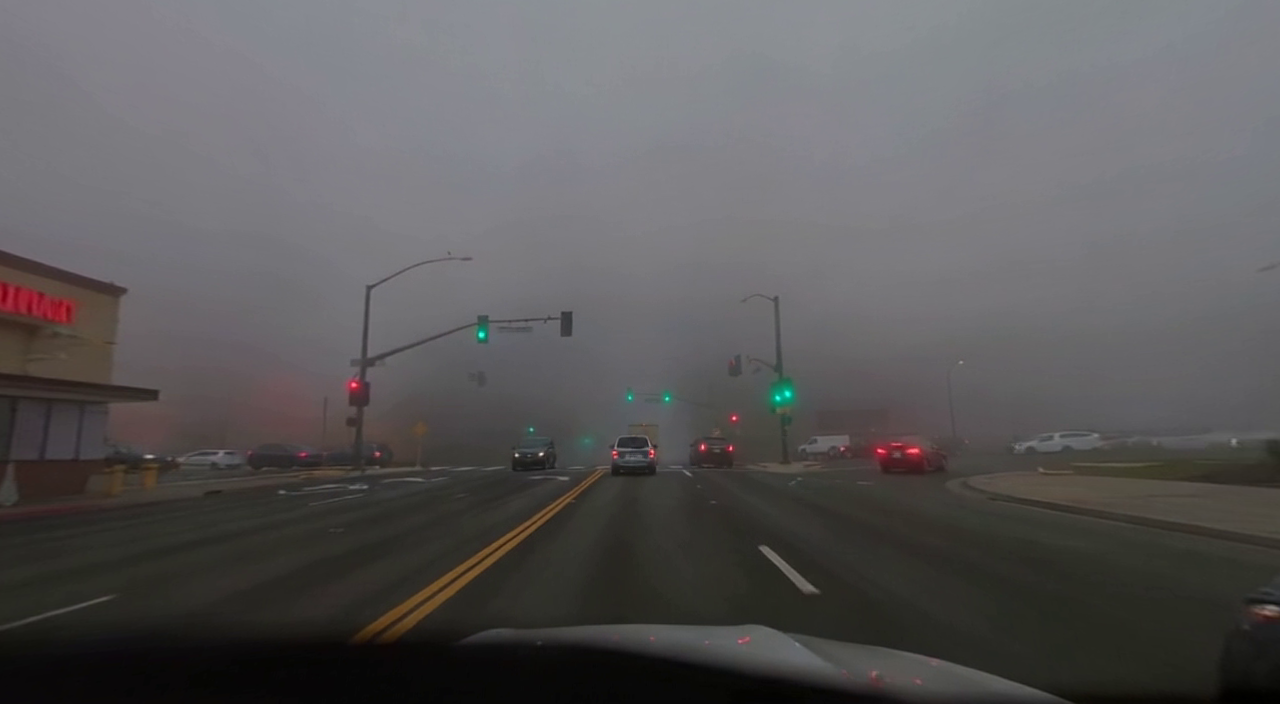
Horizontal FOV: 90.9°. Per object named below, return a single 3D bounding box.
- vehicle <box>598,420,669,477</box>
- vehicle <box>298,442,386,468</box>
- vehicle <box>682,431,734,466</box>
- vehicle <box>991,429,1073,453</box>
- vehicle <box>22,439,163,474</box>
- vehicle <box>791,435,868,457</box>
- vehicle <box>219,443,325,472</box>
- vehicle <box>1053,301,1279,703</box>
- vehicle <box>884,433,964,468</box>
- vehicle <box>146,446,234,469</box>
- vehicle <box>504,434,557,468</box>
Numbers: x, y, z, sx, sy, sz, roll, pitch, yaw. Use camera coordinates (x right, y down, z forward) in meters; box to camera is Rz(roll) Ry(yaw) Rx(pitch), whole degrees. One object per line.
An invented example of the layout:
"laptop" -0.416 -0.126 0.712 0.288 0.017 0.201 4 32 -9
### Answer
"vehicle" -0.247 3.982 26.127 2.638 2.065 5.313 0 -8 0
"vehicle" -18.762 6.500 39.792 4.561 1.531 1.990 0 -8 1
"vehicle" 3.640 5.294 34.591 2.276 1.787 4.630 0 -8 -1
"vehicle" 29.814 6.776 48.010 4.750 1.710 2.137 0 -8 -1
"vehicle" -31.567 6.026 36.475 5.964 1.893 2.363 0 -8 1
"vehicle" 14.265 7.115 47.678 5.218 1.558 1.963 0 -9 -1
"vehicle" -21.098 6.046 36.285 4.839 1.604 2.058 -1 -8 3
"vehicle" 3.383 0.525 0.764 2.335 1.812 5.041 0 -8 0
"vehicle" 12.778 4.397 28.204 2.002 1.427 4.436 -7 -11 40
"vehicle" -30.789 7.215 43.220 4.466 1.527 2.028 0 -8 2
"vehicle" -6.629 6.054 38.713 2.335 1.909 4.593 0 -8 1
